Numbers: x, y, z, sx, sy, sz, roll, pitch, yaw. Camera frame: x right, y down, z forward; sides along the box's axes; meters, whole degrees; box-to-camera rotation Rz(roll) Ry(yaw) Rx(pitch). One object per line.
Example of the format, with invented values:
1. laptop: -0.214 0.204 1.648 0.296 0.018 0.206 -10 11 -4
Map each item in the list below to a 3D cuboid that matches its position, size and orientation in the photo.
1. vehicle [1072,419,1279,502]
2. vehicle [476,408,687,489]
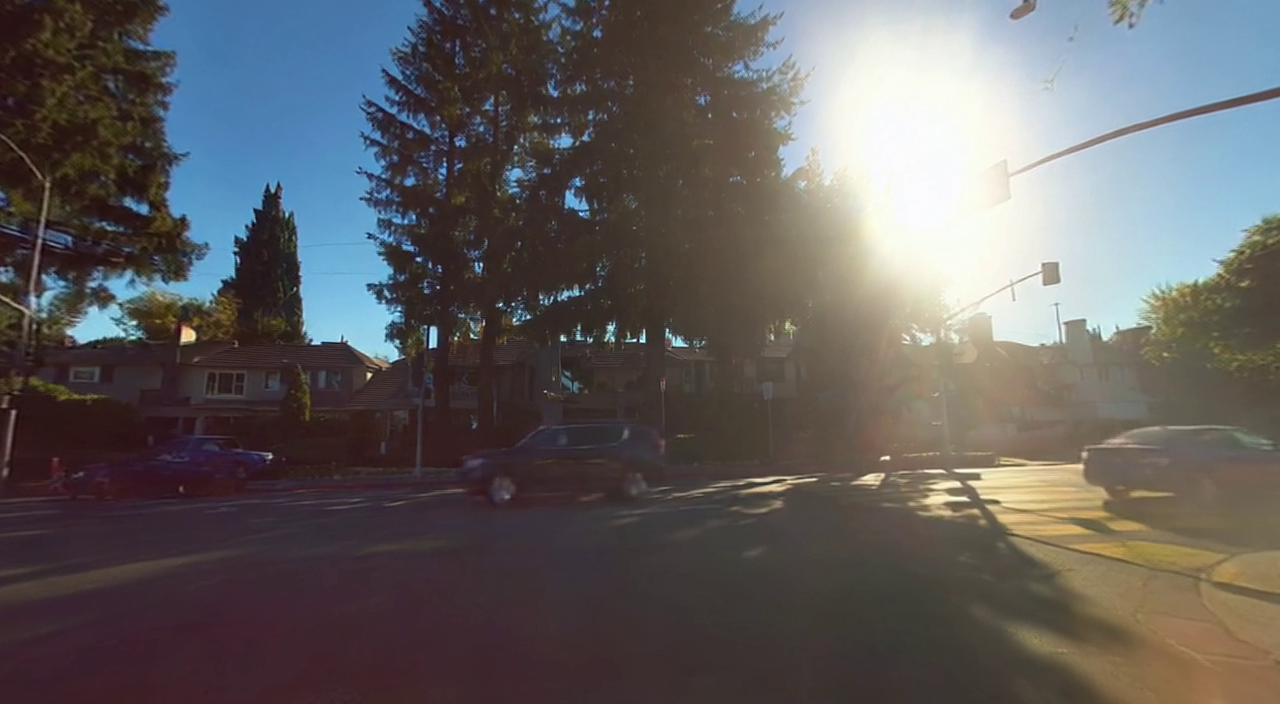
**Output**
1. vehicle: 11.170 2.067 12.299 4.517 1.419 1.836 2 -9 -12
2. vehicle: -1.503 2.402 15.893 4.882 1.783 2.093 3 -9 -18
